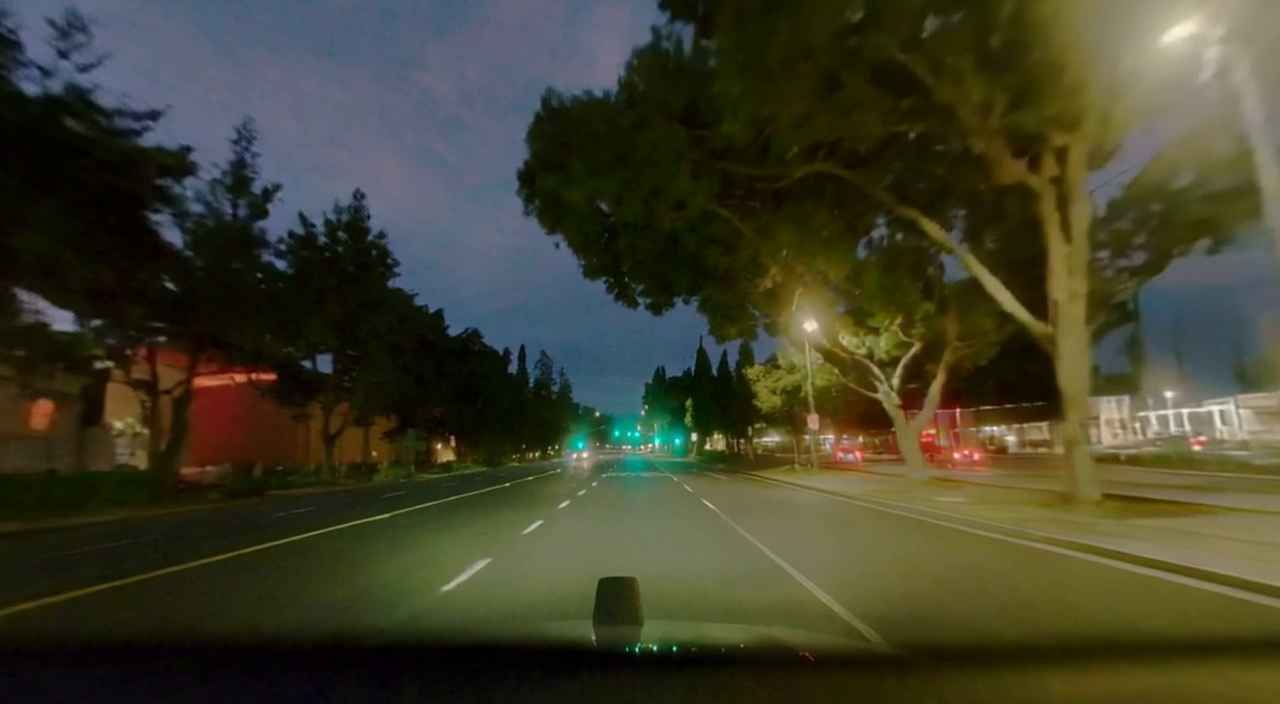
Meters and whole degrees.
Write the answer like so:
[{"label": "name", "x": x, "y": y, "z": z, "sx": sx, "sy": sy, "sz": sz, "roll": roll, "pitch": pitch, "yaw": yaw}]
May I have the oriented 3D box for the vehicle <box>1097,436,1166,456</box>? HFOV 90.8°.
[{"label": "vehicle", "x": 38.661, "y": 7.424, "z": 49.817, "sx": 1.860, "sy": 1.467, "sz": 4.614, "roll": 0, "pitch": -9, "yaw": 2}]
